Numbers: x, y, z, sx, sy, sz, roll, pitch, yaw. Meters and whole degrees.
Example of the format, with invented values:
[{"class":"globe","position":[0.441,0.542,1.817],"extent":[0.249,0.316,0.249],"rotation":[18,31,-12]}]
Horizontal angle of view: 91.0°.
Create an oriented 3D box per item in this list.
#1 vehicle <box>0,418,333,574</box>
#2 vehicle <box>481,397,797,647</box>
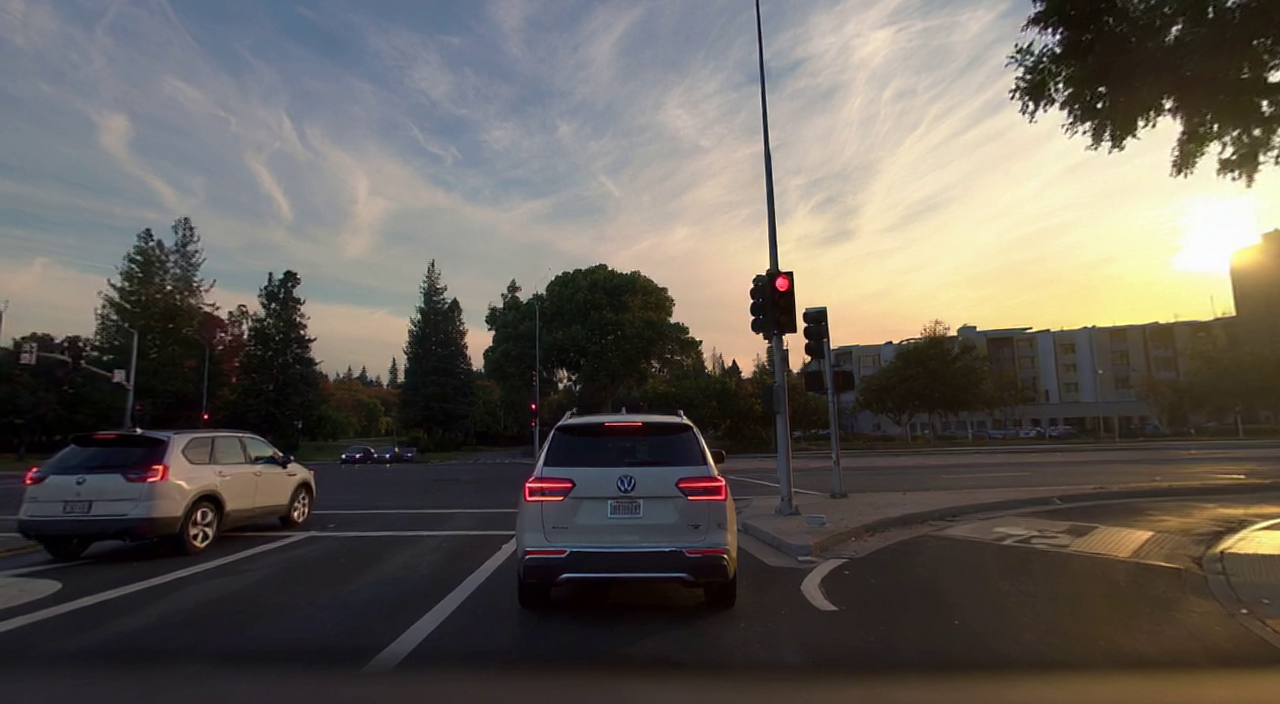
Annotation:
[{"class":"vehicle","position":[-6.397,1.901,9.121],"extent":[2.020,1.695,4.187],"rotation":[1,-9,-5]},{"class":"vehicle","position":[-0.150,1.459,6.444],"extent":[2.154,1.670,4.140],"rotation":[0,-9,-4]}]
